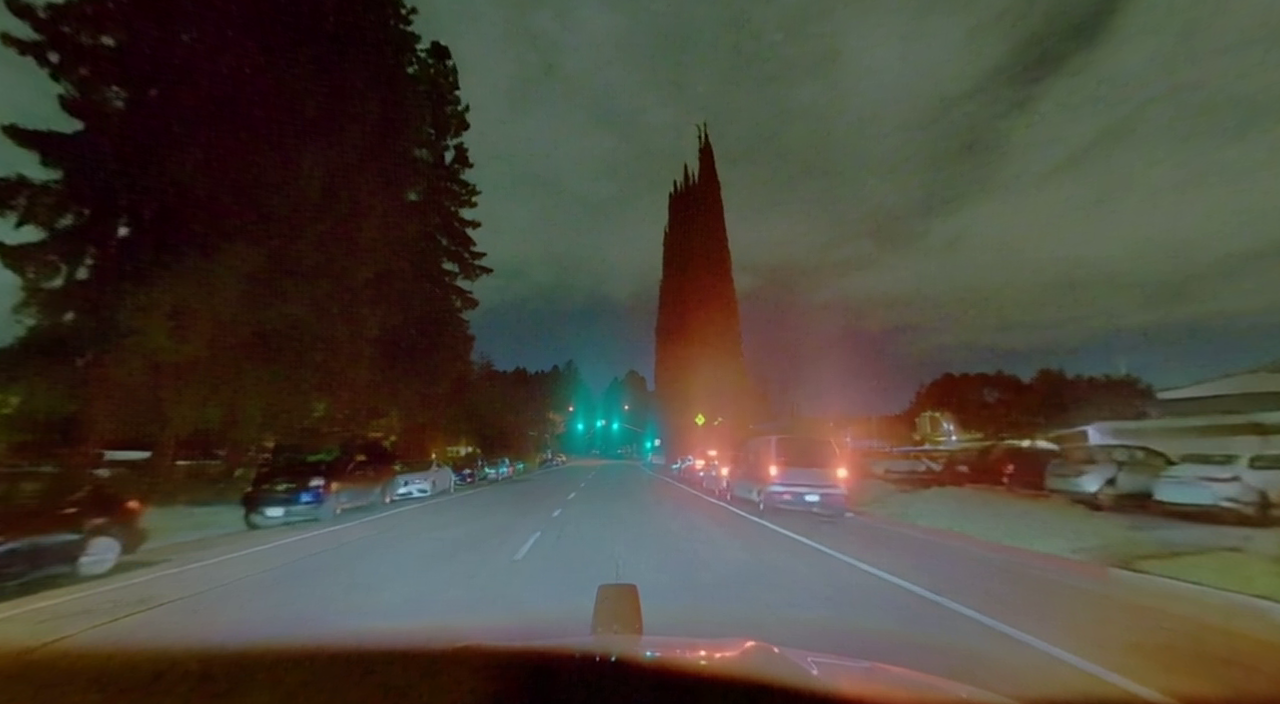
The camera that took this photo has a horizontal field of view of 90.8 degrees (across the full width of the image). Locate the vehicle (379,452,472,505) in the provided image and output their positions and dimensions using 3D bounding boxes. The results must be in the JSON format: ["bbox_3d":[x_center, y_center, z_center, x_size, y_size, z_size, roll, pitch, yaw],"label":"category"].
[{"bbox_3d":[-7.846,4.627,23.624,2.113,1.486,4.774,-2,-7,-4],"label":"vehicle"}]

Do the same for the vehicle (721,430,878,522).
[{"bbox_3d":[3.625,2.958,15.773,2.255,1.863,5.629,0,-9,-2],"label":"vehicle"}]

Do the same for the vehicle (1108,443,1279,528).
[{"bbox_3d":[12.152,2.620,12.459,4.265,1.454,2.065,2,-9,-3],"label":"vehicle"}]

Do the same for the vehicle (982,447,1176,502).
[{"bbox_3d":[12.019,3.345,17.499,3.965,1.403,1.840,0,-9,-2],"label":"vehicle"}]

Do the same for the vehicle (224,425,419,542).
[{"bbox_3d":[-7.582,3.042,15.876,2.382,2.223,5.472,-3,-6,-4],"label":"vehicle"}]

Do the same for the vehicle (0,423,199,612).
[{"bbox_3d":[-7.436,1.709,6.436,2.171,1.838,5.344,-1,-11,-3],"label":"vehicle"}]
